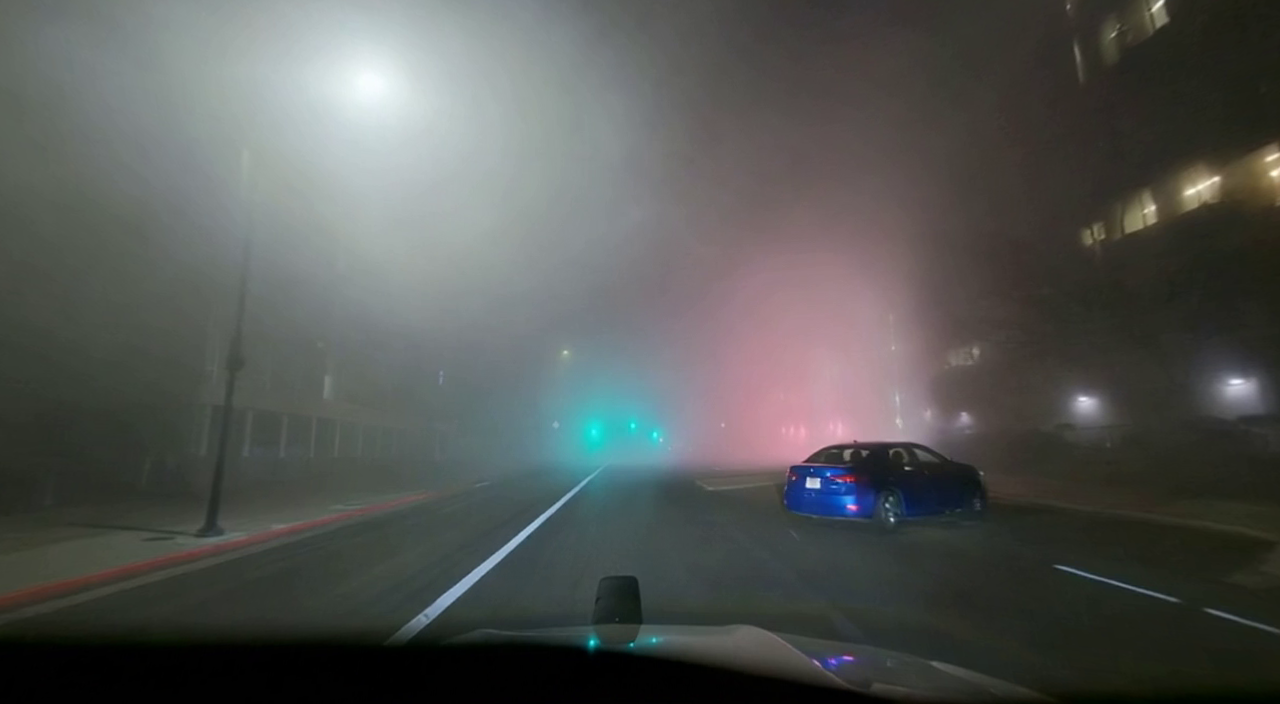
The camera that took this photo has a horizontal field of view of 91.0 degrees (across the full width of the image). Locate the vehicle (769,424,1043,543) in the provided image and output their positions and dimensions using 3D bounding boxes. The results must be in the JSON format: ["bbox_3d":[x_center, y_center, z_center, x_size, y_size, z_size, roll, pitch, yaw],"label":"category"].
[{"bbox_3d":[4.359,1.929,10.013,4.655,1.460,1.878,6,-10,-37],"label":"vehicle"}]

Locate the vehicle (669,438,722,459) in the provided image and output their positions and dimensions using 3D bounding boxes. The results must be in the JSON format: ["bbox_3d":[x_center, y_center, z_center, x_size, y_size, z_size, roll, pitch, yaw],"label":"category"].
[{"bbox_3d":[4.394,7.638,49.825,3.844,1.524,1.847,5,-10,-32],"label":"vehicle"}]
